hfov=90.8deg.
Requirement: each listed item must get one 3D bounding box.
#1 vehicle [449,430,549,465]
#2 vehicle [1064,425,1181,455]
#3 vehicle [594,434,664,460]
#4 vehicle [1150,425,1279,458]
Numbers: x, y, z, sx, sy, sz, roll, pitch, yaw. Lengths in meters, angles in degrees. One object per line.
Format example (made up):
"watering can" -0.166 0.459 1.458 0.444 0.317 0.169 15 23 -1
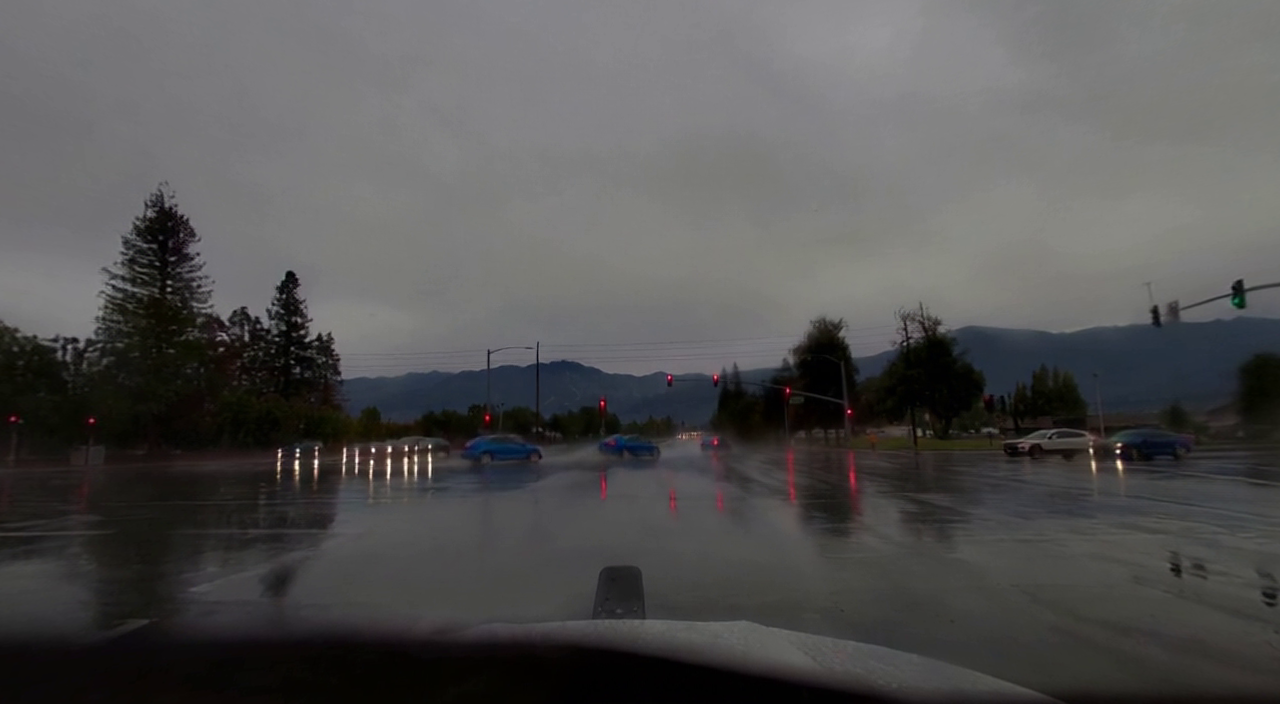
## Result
"vehicle" -7.551 5.139 34.050 4.812 1.735 2.105 5 -10 -29
"vehicle" 28.325 5.197 37.182 5.100 1.680 2.055 0 -8 1
"vehicle" -0.683 6.075 40.440 4.218 1.542 2.044 8 -12 -44
"vehicle" 27.301 4.237 29.781 4.778 1.495 1.959 0 -8 0
